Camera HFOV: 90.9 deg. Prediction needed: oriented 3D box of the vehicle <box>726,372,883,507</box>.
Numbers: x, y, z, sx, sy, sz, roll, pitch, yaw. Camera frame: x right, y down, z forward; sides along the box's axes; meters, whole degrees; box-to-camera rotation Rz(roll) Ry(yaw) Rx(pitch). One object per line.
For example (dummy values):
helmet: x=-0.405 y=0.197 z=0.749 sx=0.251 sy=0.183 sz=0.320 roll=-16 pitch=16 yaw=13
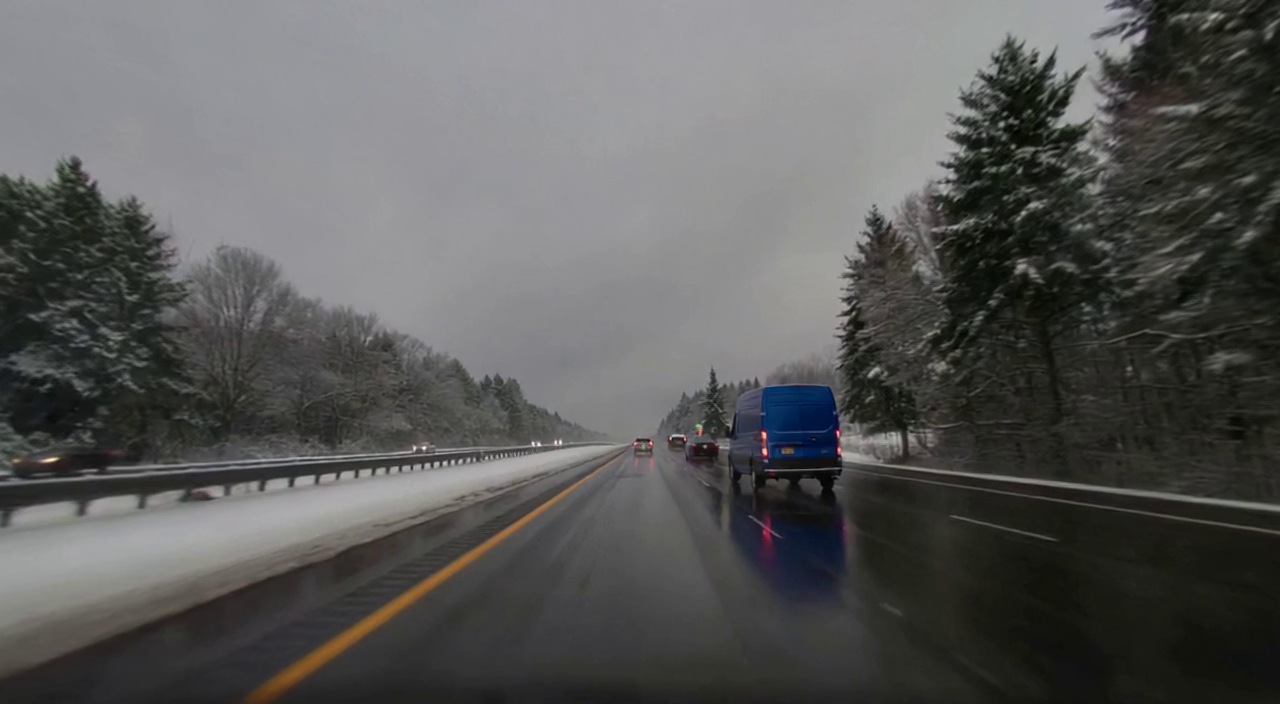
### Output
vehicle: x=3.672 y=2.168 z=15.558 sx=2.302 sy=2.670 sz=5.912 roll=0 pitch=-8 yaw=1

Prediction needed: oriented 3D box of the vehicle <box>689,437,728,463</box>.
vehicle: x=4.467 y=6.467 z=41.709 sx=2.034 sy=1.651 sz=4.342 roll=0 pitch=-8 yaw=0

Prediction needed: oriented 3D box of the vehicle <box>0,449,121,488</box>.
vehicle: x=-24.520 y=4.792 z=26.389 sx=1.778 sy=1.443 sz=4.405 roll=0 pitch=-8 yaw=0
